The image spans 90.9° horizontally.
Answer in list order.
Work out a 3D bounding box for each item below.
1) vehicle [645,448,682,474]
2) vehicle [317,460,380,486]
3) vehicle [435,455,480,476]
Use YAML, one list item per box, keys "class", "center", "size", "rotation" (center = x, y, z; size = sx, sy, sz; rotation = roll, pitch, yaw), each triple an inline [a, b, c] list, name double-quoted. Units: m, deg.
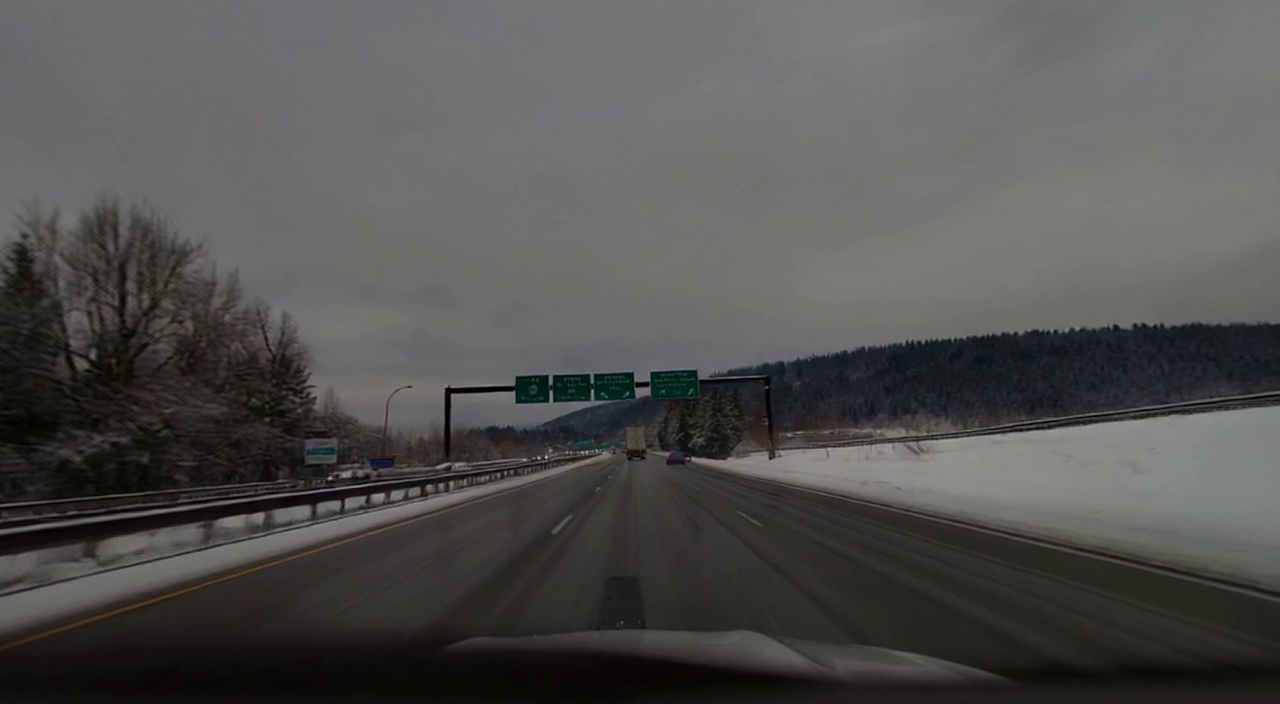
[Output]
- class: "vehicle"
  center: [1.333, 6.401, 37.087]
  size: [2.036, 1.457, 3.471]
  rotation: [0, -9, -1]
- class: "vehicle"
  center: [-18.519, 7.672, 40.309]
  size: [1.965, 1.483, 4.594]
  rotation: [0, -9, -2]
- class: "vehicle"
  center: [-13.625, 8.494, 47.285]
  size: [2.100, 1.447, 4.656]
  rotation: [0, -9, -2]
